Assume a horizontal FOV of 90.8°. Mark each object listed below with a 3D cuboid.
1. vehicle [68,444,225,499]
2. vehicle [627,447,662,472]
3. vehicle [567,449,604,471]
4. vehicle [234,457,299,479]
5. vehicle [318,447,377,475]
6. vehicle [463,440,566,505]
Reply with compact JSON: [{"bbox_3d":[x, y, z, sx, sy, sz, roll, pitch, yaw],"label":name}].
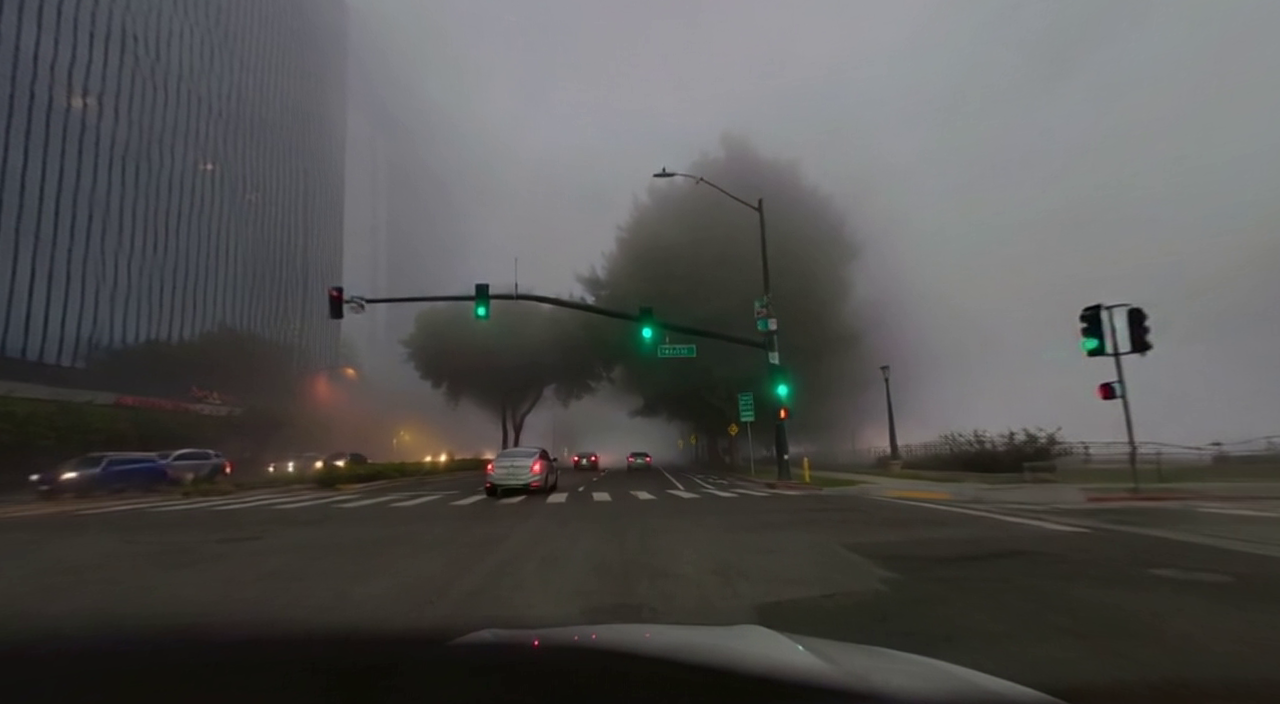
[{"bbox_3d":[-17.228,4.151,22.420,1.926,1.711,4.516,0,-9,-1],"label":"vehicle"},{"bbox_3d":[0.254,6.925,40.843,2.102,1.482,4.125,0,-9,0],"label":"vehicle"},{"bbox_3d":[-3.679,7.360,43.353,2.088,1.430,4.482,0,-9,0],"label":"vehicle"},{"bbox_3d":[-26.728,8.280,45.408,1.972,1.436,4.502,0,-9,0],"label":"vehicle"},{"bbox_3d":[-20.525,7.615,44.490,2.068,1.848,4.247,0,-9,0],"label":"vehicle"},{"bbox_3d":[-3.246,3.201,17.175,1.983,1.545,3.773,0,-9,0],"label":"vehicle"}]
